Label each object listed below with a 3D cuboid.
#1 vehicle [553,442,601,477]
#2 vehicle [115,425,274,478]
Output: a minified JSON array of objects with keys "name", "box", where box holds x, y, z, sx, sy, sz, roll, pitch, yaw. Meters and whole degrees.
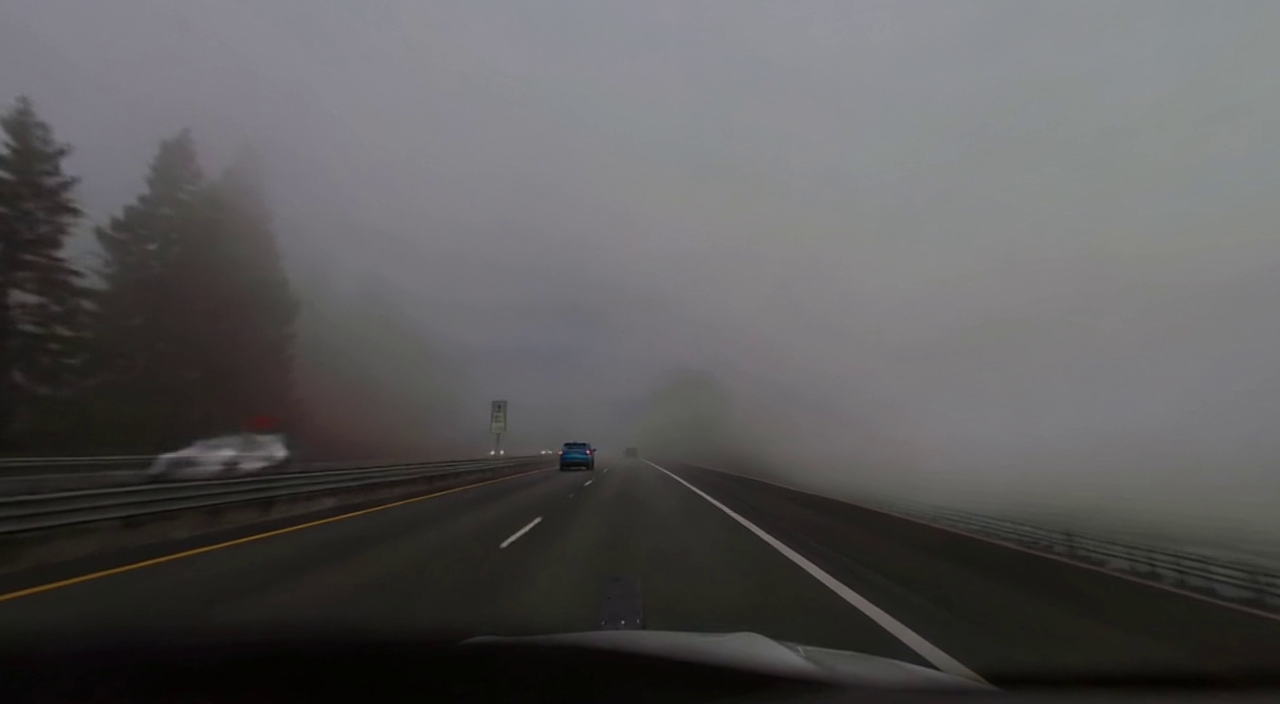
[{"name":"vehicle","box":[-3.324,5.798,34.204,2.135,1.755,4.476,0,-9,0]},{"name":"vehicle","box":[-13.662,3.105,19.740,1.754,1.456,4.409,0,-9,0]}]
